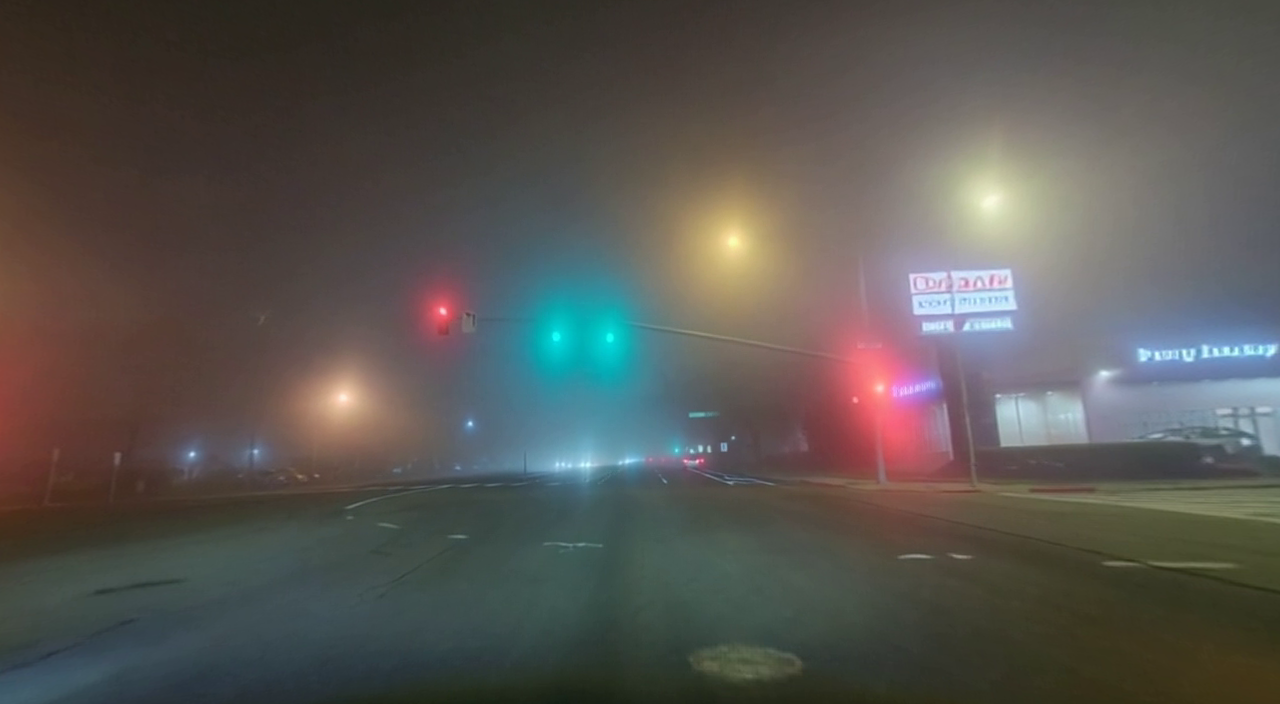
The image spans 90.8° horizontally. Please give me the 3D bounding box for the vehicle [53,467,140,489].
[{"bbox_3d":[-41.506,9.622,48.312,4.710,1.453,1.928,0,-8,-2],"label":"vehicle"}]

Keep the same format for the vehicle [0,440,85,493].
[{"bbox_3d":[-41.018,7.402,40.995,7.220,3.287,2.764,0,-8,1],"label":"vehicle"}]
